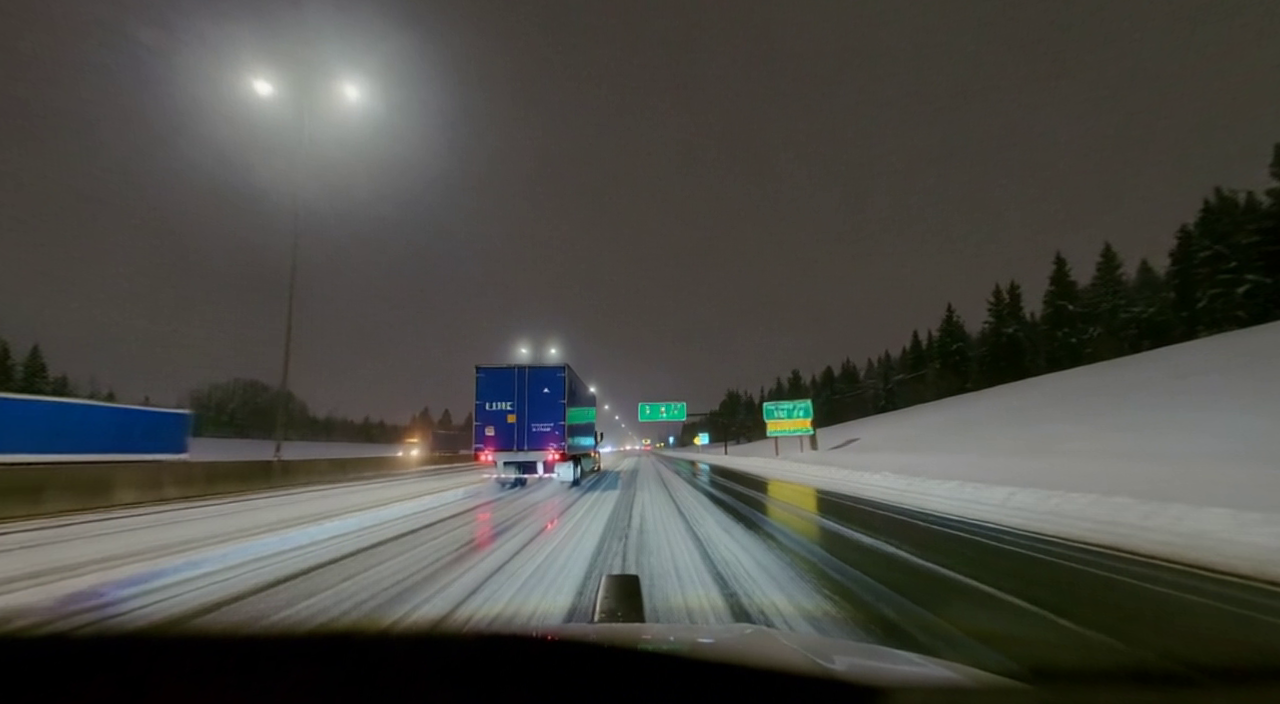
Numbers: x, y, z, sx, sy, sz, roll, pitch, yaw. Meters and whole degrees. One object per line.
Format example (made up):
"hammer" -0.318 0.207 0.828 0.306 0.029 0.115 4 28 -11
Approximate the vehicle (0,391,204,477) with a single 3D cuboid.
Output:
"vehicle" -31.610 4.659 34.853 2.898 4.019 16.896 0 -9 0

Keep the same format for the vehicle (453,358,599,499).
"vehicle" -3.566 2.964 23.306 3.059 3.956 11.036 0 -9 1
